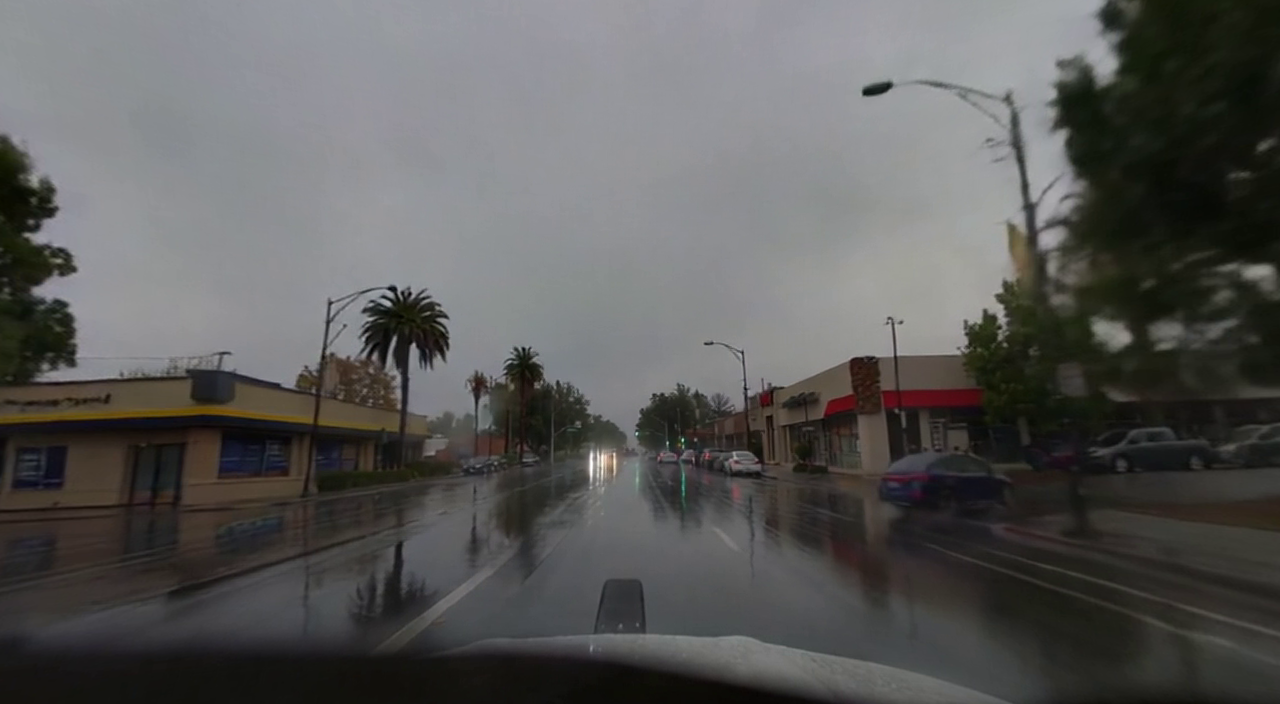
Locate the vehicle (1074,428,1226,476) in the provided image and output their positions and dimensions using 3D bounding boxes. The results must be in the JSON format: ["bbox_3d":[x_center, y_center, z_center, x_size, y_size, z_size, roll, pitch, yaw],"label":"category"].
[{"bbox_3d":[21.479,4.225,26.769,4.482,1.895,2.176,0,-9,-1],"label":"vehicle"}]

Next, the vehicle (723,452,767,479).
[{"bbox_3d":[6.455,7.036,39.478,1.840,1.503,4.760,0,-9,-1],"label":"vehicle"}]

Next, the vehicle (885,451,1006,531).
[{"bbox_3d":[7.172,3.036,14.557,2.067,1.477,4.653,-5,-10,30],"label":"vehicle"}]
